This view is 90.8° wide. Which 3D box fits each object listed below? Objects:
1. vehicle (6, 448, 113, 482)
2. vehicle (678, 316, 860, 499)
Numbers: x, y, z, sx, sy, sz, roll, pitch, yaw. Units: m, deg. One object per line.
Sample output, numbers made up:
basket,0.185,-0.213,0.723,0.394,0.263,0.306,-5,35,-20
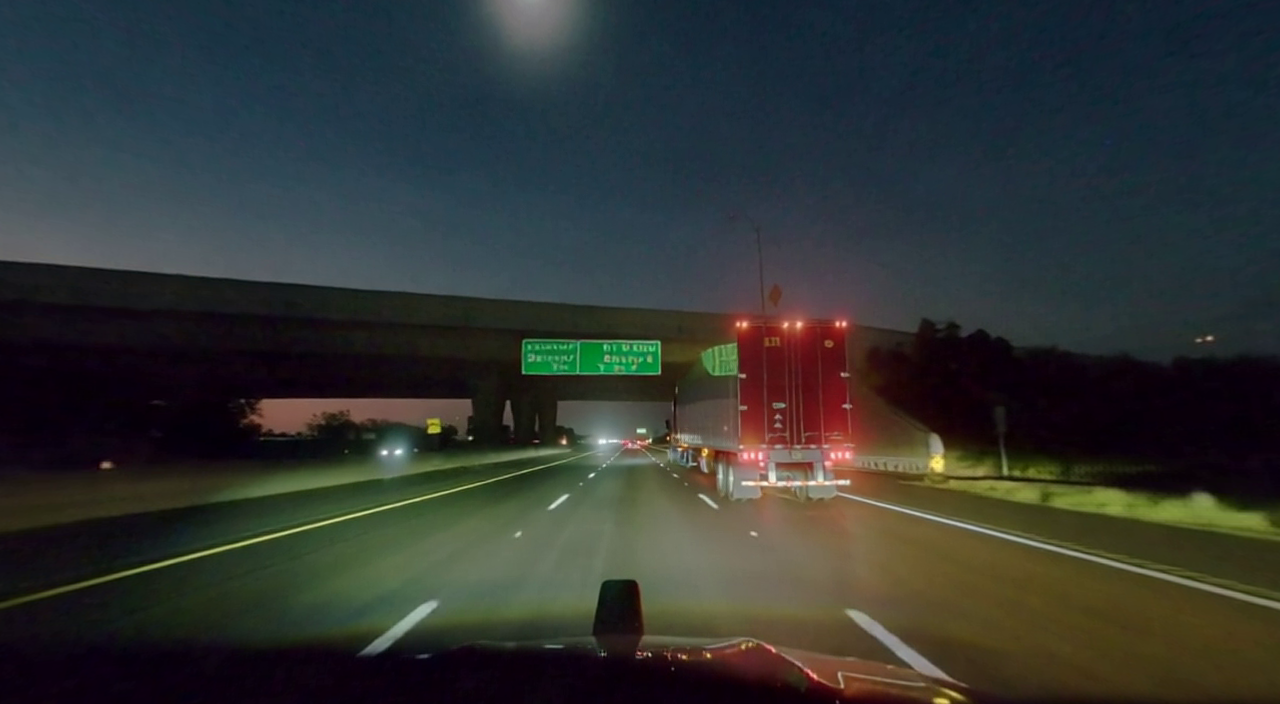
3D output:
vehicle,-25.331,4.902,27.717,1.508,1.352,3.304,-1,-8,0
vehicle,3.379,2.465,22.499,2.743,4.160,16.408,0,-9,-1
